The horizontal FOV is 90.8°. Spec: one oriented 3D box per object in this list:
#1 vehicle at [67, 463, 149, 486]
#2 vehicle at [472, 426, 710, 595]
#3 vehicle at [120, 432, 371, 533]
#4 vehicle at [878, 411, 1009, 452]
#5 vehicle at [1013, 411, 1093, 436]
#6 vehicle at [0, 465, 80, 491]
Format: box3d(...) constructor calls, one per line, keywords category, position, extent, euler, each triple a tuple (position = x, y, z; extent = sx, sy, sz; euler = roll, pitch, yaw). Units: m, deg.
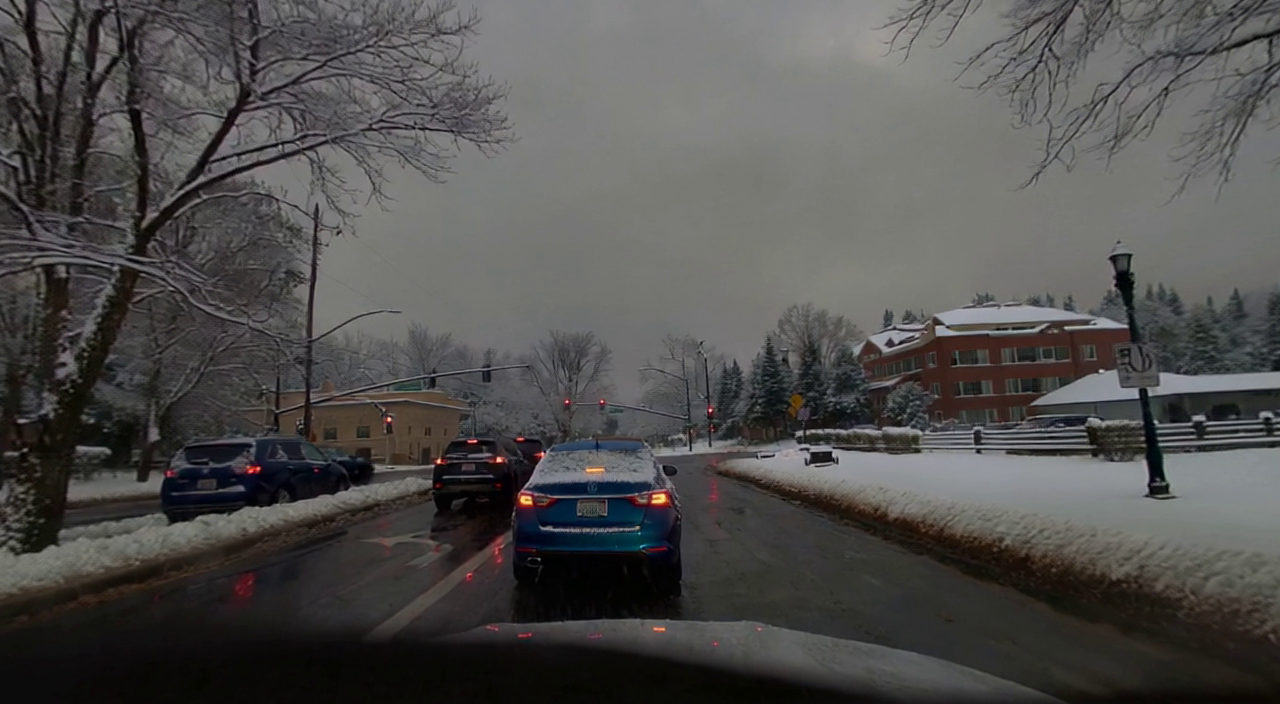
box3d(category="vehicle", position=(-36.410, 8.387, 43.301), extent=(3.918, 1.423, 1.861), euler=(0, -9, 1))
box3d(category="vehicle", position=(-0.420, 1.711, 7.631), extent=(2.104, 1.472, 3.946), euler=(0, -9, 0))
box3d(category="vehicle", position=(-7.274, 2.429, 12.355), extent=(2.096, 1.593, 4.288), euler=(0, -9, 1))
box3d(category="vehicle", position=(13.927, 3.704, 29.228), extent=(4.975, 1.809, 1.956), euler=(0, -9, 1))
box3d(category="vehicle", position=(30.246, 5.264, 46.446), extent=(4.627, 1.671, 1.929), euler=(-5, -10, 28))
box3d(category="vehicle", position=(-36.619, 7.550, 37.935), extent=(4.093, 1.440, 1.804), euler=(0, -9, -2))
